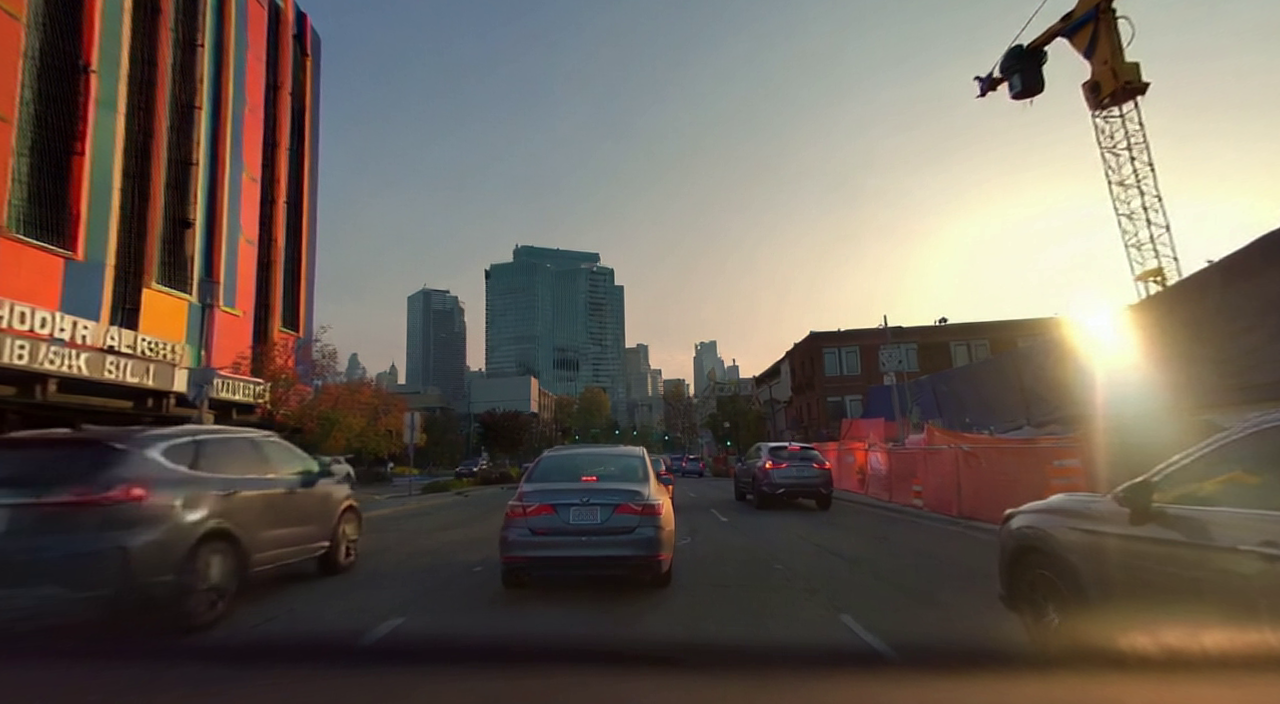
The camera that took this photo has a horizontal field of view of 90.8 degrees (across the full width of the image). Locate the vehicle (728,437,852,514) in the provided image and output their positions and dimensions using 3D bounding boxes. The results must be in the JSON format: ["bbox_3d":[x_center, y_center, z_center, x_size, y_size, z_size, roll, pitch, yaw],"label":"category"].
[{"bbox_3d":[3.925,3.314,17.597,2.185,1.797,4.934,0,-8,-1],"label":"vehicle"}]

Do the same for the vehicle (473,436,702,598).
[{"bbox_3d":[-0.457,1.857,8.067,2.131,1.496,4.193,0,-8,1],"label":"vehicle"}]

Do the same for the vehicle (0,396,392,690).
[{"bbox_3d":[-4.317,1.426,5.899,2.201,1.691,4.305,0,-8,1],"label":"vehicle"}]

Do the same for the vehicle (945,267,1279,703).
[{"bbox_3d":[3.392,0.656,2.103,2.182,1.954,5.341,0,-8,2],"label":"vehicle"}]
